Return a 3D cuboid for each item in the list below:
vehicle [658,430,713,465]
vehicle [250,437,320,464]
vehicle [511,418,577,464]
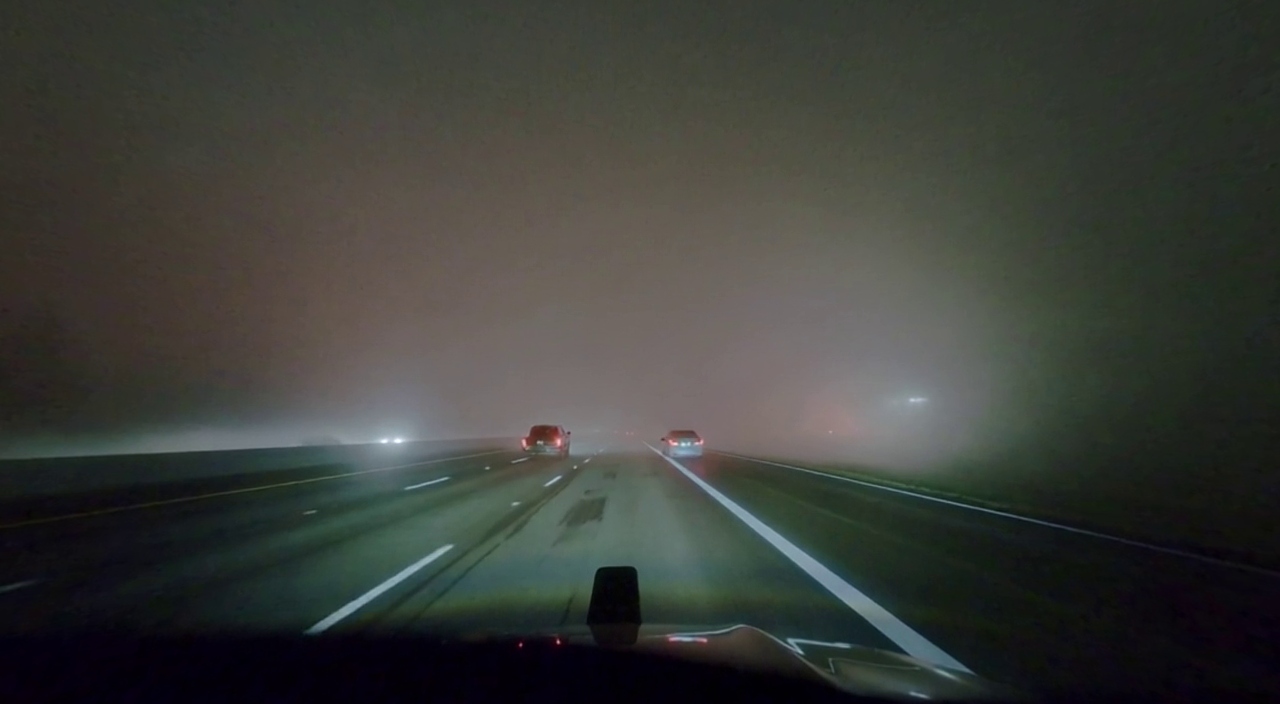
[{"bbox_3d":[1.974,4.288,28.389,1.948,1.470,3.913,0,-8,-3],"label":"vehicle"},{"bbox_3d":[-20.200,5.614,35.993,1.760,1.466,3.848,0,-8,0],"label":"vehicle"},{"bbox_3d":[-4.280,4.066,28.874,2.251,1.938,4.708,0,-8,0],"label":"vehicle"}]
